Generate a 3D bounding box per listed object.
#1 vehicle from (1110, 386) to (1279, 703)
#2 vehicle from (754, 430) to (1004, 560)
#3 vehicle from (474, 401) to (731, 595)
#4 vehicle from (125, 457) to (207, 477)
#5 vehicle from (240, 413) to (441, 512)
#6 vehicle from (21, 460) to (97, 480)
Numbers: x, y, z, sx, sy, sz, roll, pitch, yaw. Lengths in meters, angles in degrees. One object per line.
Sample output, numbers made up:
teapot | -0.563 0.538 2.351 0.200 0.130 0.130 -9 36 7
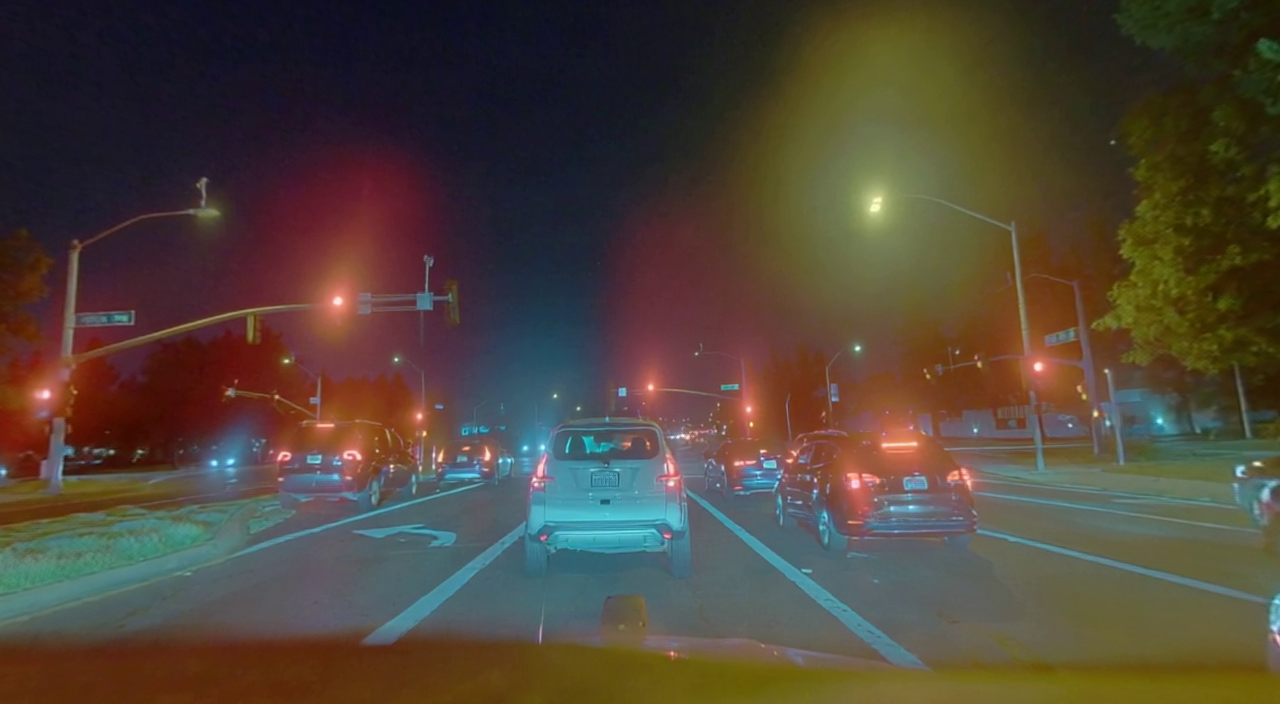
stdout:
vehicle | 3.300 0.674 0.835 1.980 1.515 4.362 0 -8 1
vehicle | 3.150 1.972 9.485 1.971 1.473 4.495 0 -8 0
vehicle | -0.319 1.590 7.636 2.256 1.694 4.055 0 -8 0
vehicle | -37.325 9.056 49.469 4.914 1.487 1.850 0 -8 0
vehicle | -6.735 2.560 14.996 2.214 1.953 5.017 0 -8 1
vehicle | -45.686 9.277 49.394 4.232 1.498 1.791 0 -8 1
